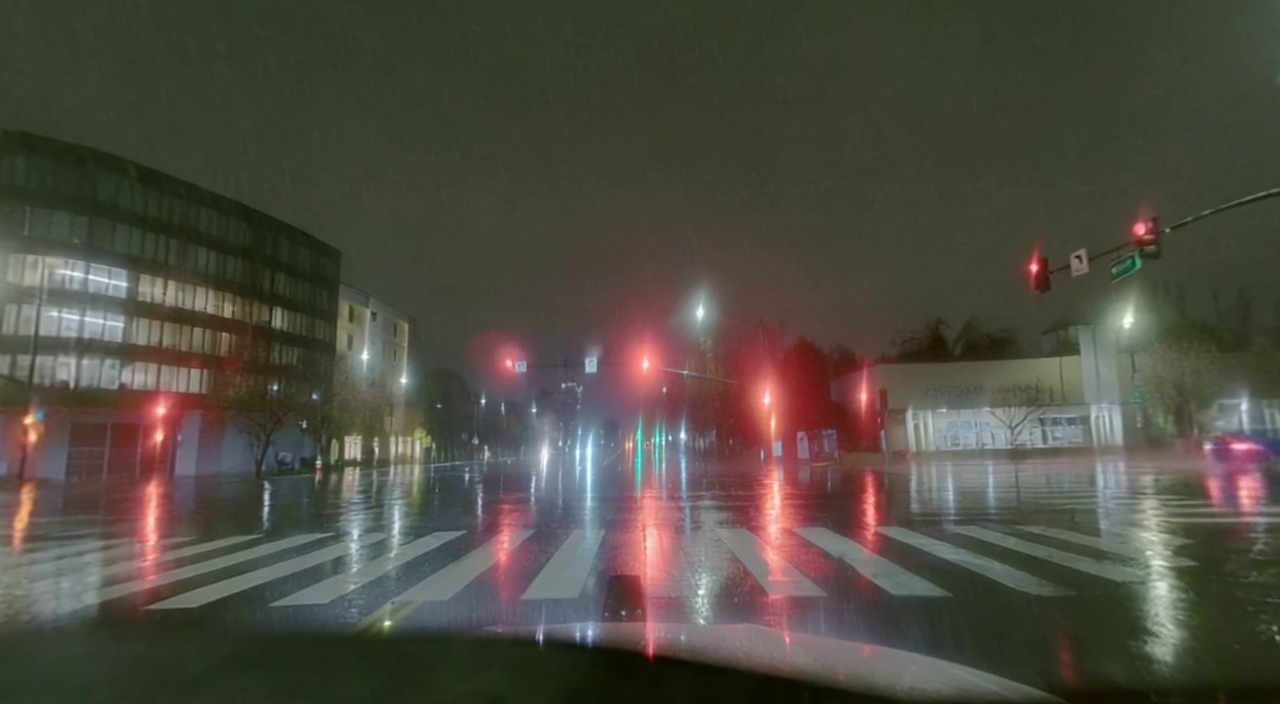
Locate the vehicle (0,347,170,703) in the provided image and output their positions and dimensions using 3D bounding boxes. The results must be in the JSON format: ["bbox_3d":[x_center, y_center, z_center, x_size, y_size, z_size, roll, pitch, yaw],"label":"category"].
[{"bbox_3d":[-3.632,0.615,1.062,2.109,1.692,4.587,0,-8,0],"label":"vehicle"}]
